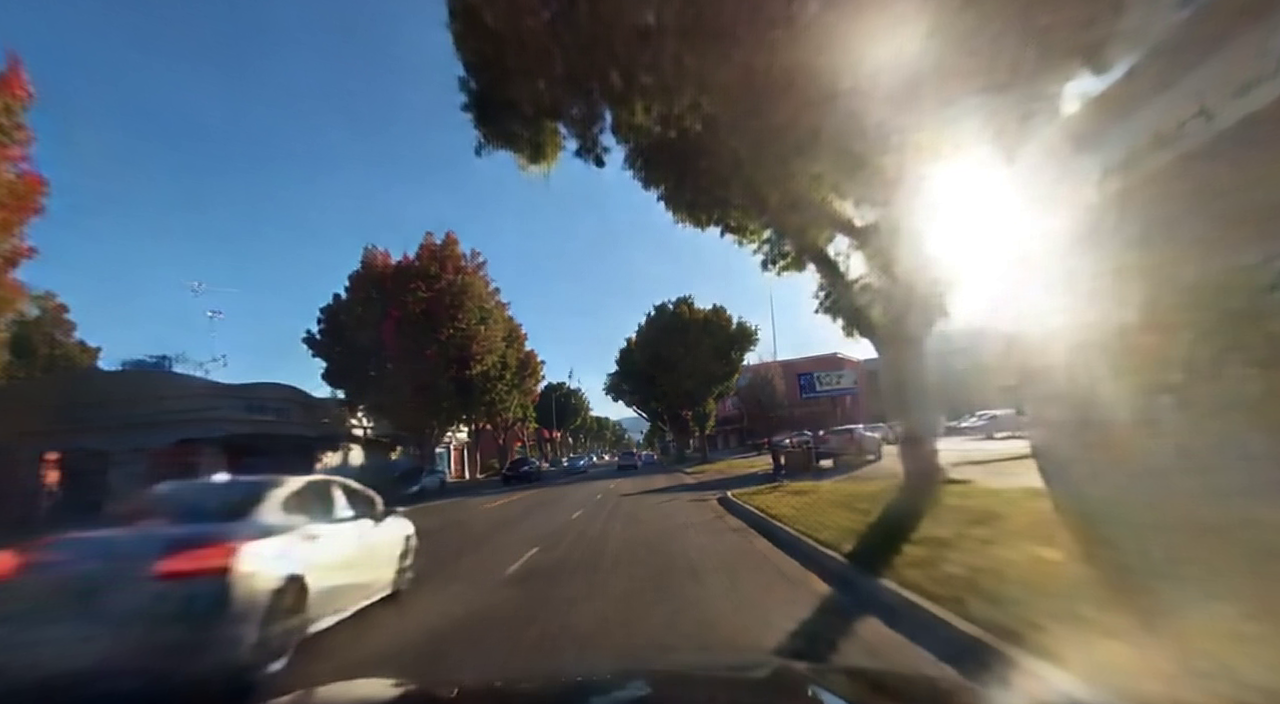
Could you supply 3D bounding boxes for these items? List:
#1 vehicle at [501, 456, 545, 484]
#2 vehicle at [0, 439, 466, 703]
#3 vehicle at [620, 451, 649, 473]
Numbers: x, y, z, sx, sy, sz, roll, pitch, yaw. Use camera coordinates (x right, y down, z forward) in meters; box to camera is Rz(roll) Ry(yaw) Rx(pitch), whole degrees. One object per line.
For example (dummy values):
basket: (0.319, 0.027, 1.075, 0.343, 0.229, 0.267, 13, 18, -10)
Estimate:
vehicle: (-7.904, 7.978, 42.941, 2.038, 1.670, 4.468, 0, -9, 1)
vehicle: (-2.968, 1.403, 4.523, 2.076, 1.481, 4.513, 0, -9, 1)
vehicle: (-0.435, 7.992, 46.154, 2.020, 1.478, 3.922, 0, -9, -2)
